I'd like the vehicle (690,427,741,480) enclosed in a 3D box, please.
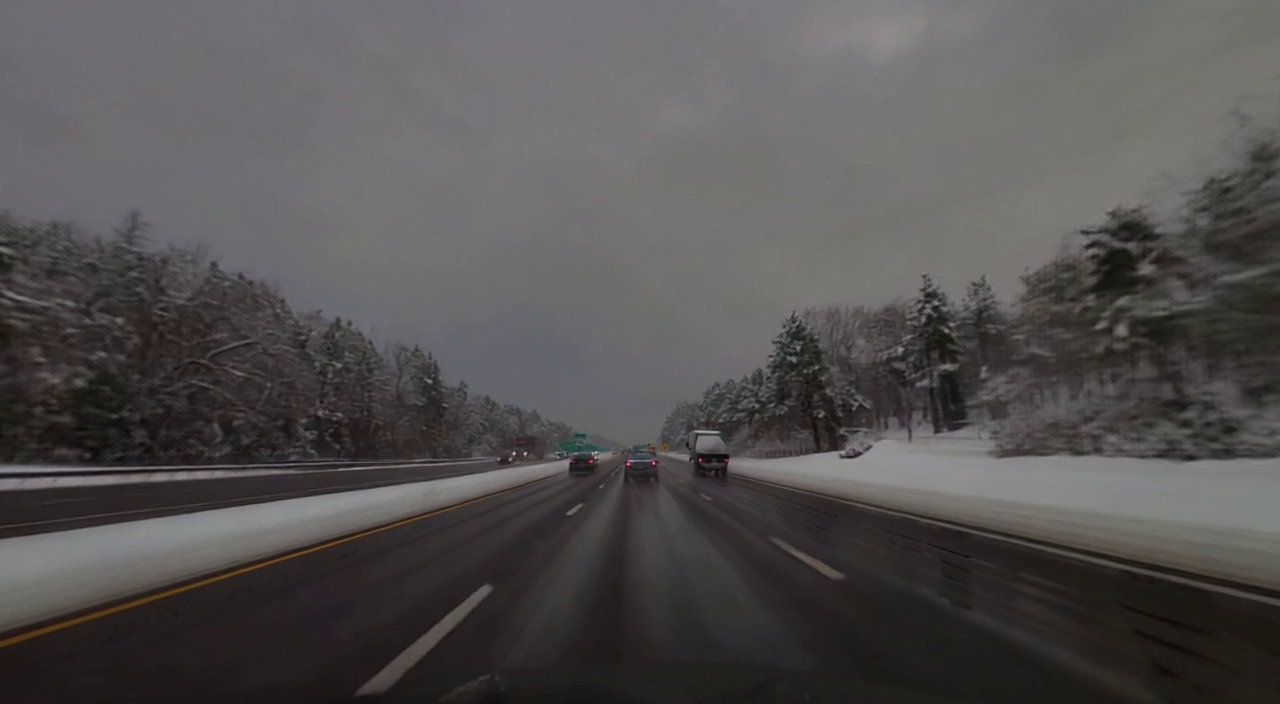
[{"bbox_3d":[4.916,6.429,39.862,2.650,2.978,6.937,-3,-10,10],"label":"vehicle"}]

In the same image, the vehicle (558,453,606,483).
[{"bbox_3d":[-3.015,6.146,33.707,2.105,1.467,4.099,0,-9,1],"label":"vehicle"}]

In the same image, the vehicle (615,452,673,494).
[{"bbox_3d":[0.101,4.744,25.133,2.089,1.516,4.191,0,-9,-1],"label":"vehicle"}]
